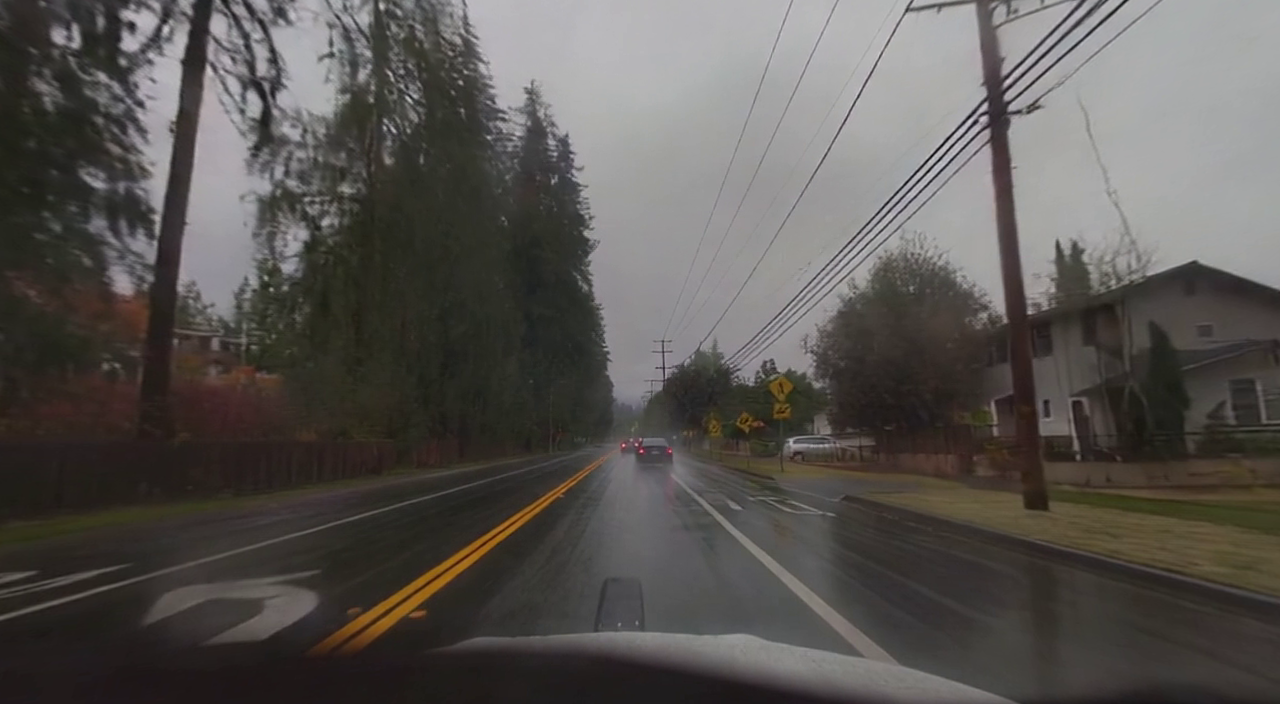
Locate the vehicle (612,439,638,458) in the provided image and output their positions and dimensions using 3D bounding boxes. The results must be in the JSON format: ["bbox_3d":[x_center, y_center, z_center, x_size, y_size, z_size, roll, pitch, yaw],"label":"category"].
[{"bbox_3d":[-1.153,7.573,49.342,1.927,1.453,3.848,0,-8,-1],"label":"vehicle"}]

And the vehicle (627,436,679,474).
[{"bbox_3d":[0.465,4.345,26.773,1.975,1.497,3.647,0,-8,-3],"label":"vehicle"}]

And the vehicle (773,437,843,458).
[{"bbox_3d":[12.244,6.983,46.051,4.551,1.465,1.927,0,-8,1],"label":"vehicle"}]
